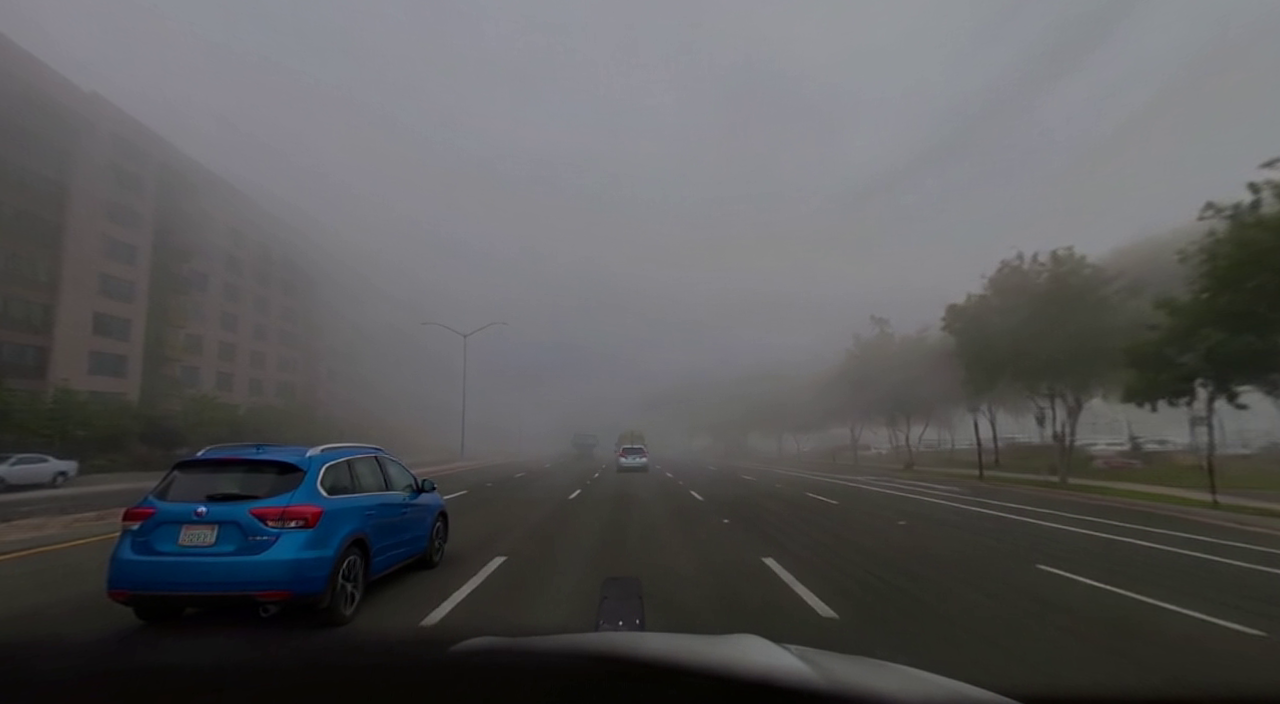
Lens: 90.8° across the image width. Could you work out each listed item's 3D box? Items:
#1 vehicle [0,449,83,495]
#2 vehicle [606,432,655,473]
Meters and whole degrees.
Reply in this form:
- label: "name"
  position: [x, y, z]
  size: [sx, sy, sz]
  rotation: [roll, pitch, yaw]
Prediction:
- label: "vehicle"
  position: [-27.013, 5.087, 27.030]
  size: [1.978, 1.835, 4.932]
  rotation: [1, -8, -3]
- label: "vehicle"
  position: [-0.494, 4.935, 31.267]
  size: [2.260, 1.872, 4.578]
  rotation: [0, -8, -1]
